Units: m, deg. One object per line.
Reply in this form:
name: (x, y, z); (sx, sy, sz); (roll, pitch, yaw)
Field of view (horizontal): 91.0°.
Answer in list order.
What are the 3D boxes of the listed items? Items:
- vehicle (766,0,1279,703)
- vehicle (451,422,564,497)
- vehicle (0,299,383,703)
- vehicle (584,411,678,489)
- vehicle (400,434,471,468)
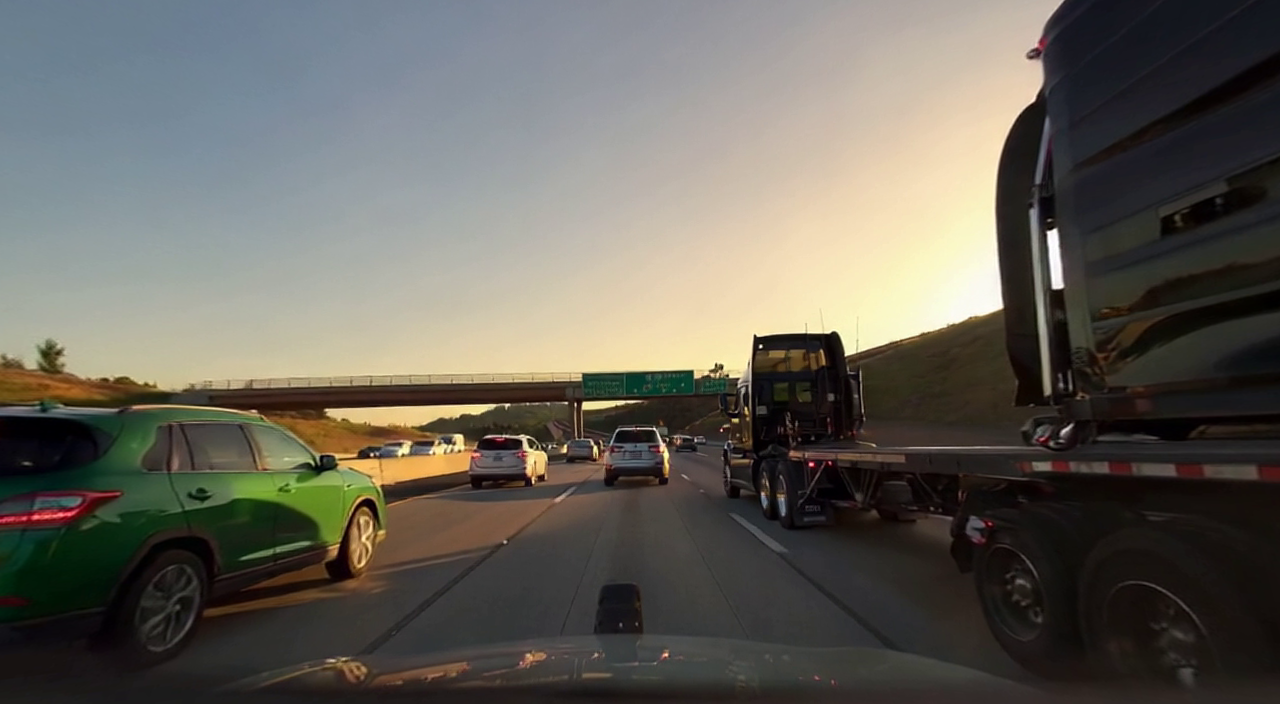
vehicle: (3.599, -0.356, 2.687); (2.852, 4.121, 16.210); (0, -8, 0)
vehicle: (-3.533, 2.974, 17.801); (2.120, 1.812, 4.659); (0, -8, 1)
vehicle: (-3.352, 0.844, 2.999); (2.193, 1.803, 4.958); (0, -8, -1)
vehicle: (-0.304, 3.264, 21.181); (2.704, 2.216, 5.804); (0, -8, -1)
vehicle: (-11.954, 5.862, 37.297); (2.244, 1.830, 5.693); (0, -8, 1)
